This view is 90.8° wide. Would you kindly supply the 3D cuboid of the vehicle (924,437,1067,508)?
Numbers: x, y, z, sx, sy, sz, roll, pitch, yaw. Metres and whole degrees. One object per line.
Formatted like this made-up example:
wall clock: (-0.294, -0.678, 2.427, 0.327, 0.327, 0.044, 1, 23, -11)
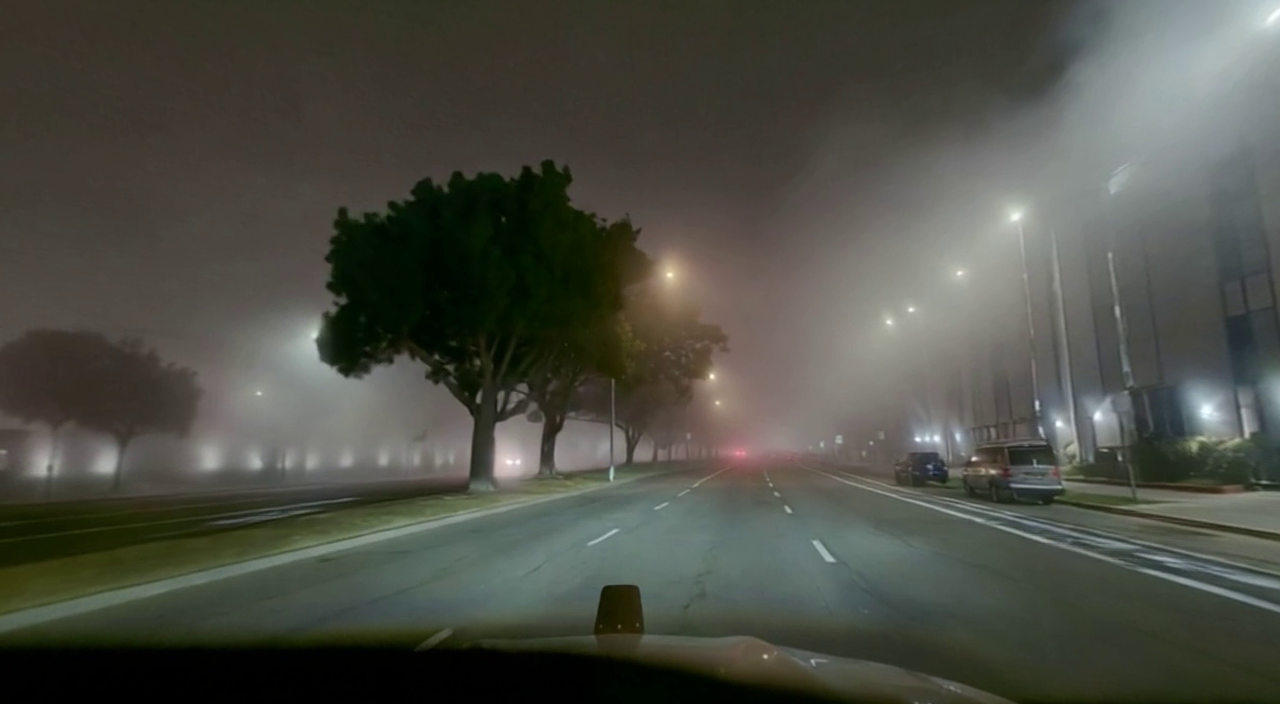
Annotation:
vehicle: (10.465, 3.527, 19.079, 2.152, 1.869, 4.476, -1, -8, 8)
